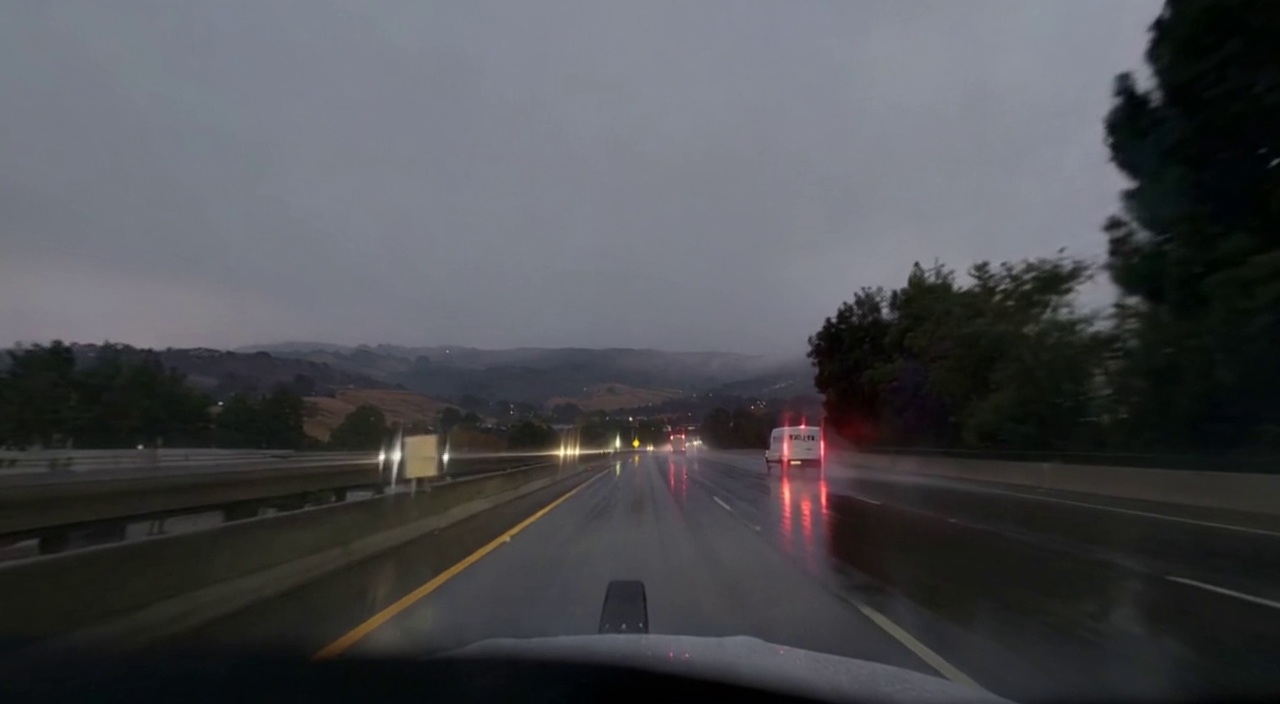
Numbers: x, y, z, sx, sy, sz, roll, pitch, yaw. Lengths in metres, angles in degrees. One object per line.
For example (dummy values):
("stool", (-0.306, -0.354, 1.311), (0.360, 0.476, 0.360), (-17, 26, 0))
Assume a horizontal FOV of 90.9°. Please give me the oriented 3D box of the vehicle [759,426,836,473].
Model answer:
("vehicle", (7.601, 4.782, 31.093), (2.275, 2.059, 5.543), (0, -8, -1))
